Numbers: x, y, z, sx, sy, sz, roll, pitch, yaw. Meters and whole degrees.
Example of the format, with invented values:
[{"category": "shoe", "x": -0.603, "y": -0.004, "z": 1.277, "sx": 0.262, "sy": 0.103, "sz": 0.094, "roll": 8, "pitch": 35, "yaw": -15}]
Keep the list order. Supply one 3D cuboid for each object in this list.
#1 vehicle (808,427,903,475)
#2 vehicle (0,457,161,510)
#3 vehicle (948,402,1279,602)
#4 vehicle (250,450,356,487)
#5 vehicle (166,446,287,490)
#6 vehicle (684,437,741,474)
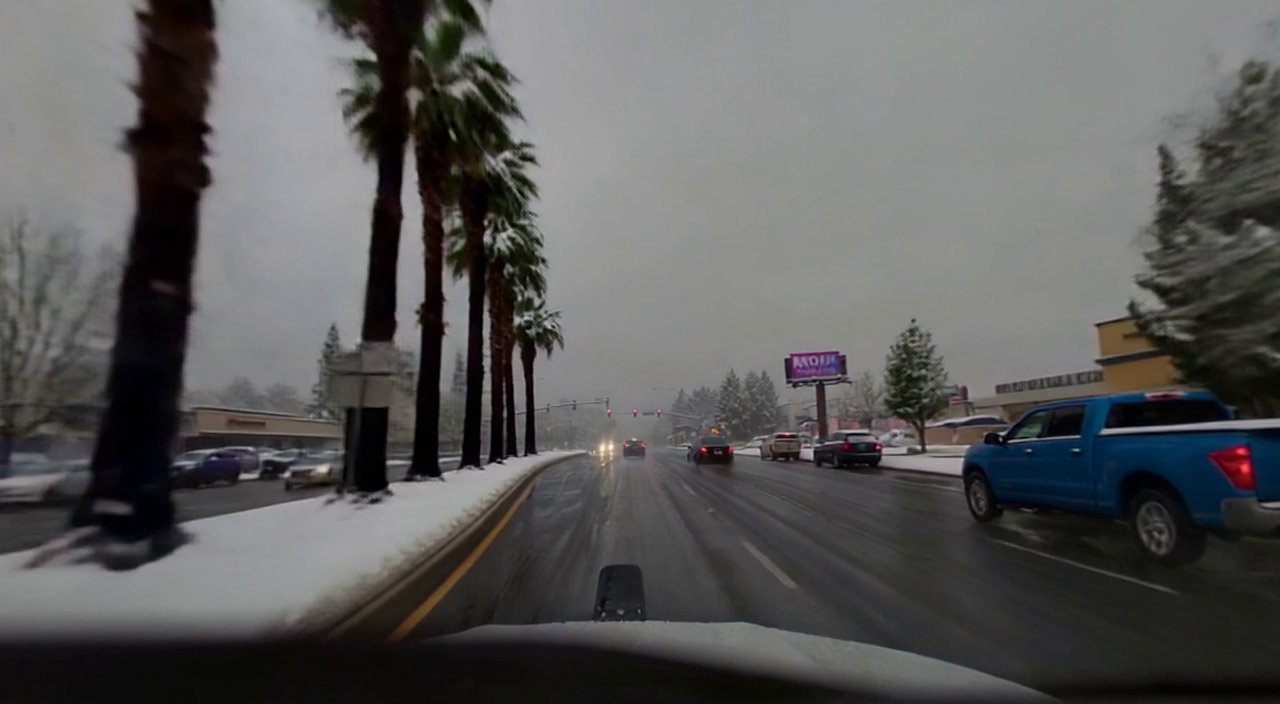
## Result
[{"category": "vehicle", "x": 10.332, "y": 4.820, "z": 30.944, "sx": 2.417, "sy": 2.061, "sz": 5.980, "roll": 0, "pitch": -9, "yaw": -1}, {"category": "vehicle", "x": -19.318, "y": 4.396, "z": 21.626, "sx": 1.871, "sy": 1.519, "sz": 5.002, "roll": 0, "pitch": -9, "yaw": 1}, {"category": "vehicle", "x": 6.238, "y": 1.610, "z": 7.775, "sx": 2.140, "sy": 1.606, "sz": 5.437, "roll": 0, "pitch": -9, "yaw": 0}, {"category": "vehicle", "x": -15.458, "y": 5.334, "z": 29.366, "sx": 2.174, "sy": 1.509, "sz": 4.958, "roll": 0, "pitch": -9, "yaw": 0}, {"category": "vehicle", "x": -19.005, "y": 5.299, "z": 29.428, "sx": 2.066, "sy": 1.825, "sz": 5.291, "roll": 0, "pitch": -9, "yaw": 0}, {"category": "vehicle", "x": 3.176, "y": 4.631, "z": 28.428, "sx": 1.889, "sy": 1.541, "sz": 4.303, "roll": 0, "pitch": -9, "yaw": -2}]
